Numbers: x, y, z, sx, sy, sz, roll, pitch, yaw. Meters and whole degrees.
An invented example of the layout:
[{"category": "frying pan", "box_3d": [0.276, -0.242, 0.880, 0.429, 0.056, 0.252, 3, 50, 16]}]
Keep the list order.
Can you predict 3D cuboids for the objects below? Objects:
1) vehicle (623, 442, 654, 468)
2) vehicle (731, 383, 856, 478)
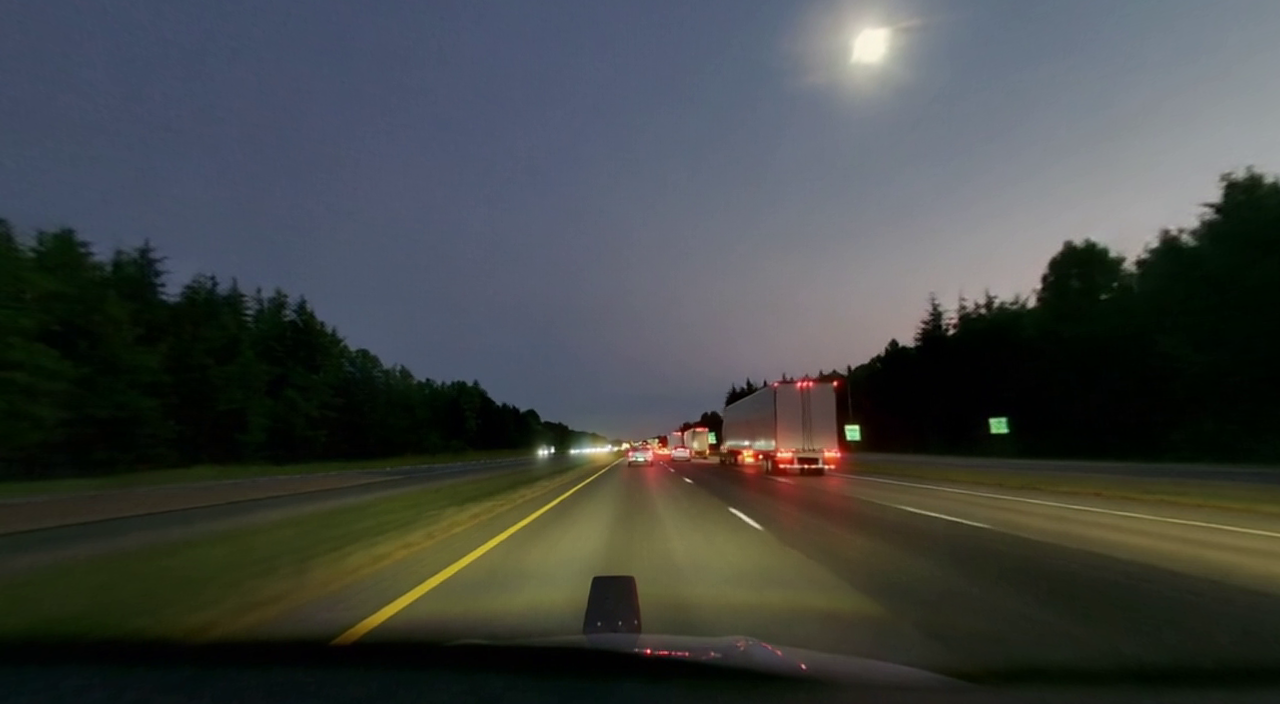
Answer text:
[{"category": "vehicle", "box_3d": [-0.088, 7.321, 44.891, 2.114, 1.706, 4.106, 0, -9, 0]}, {"category": "vehicle", "box_3d": [7.680, 4.474, 34.366, 3.044, 4.073, 14.016, 0, -9, -1]}]
